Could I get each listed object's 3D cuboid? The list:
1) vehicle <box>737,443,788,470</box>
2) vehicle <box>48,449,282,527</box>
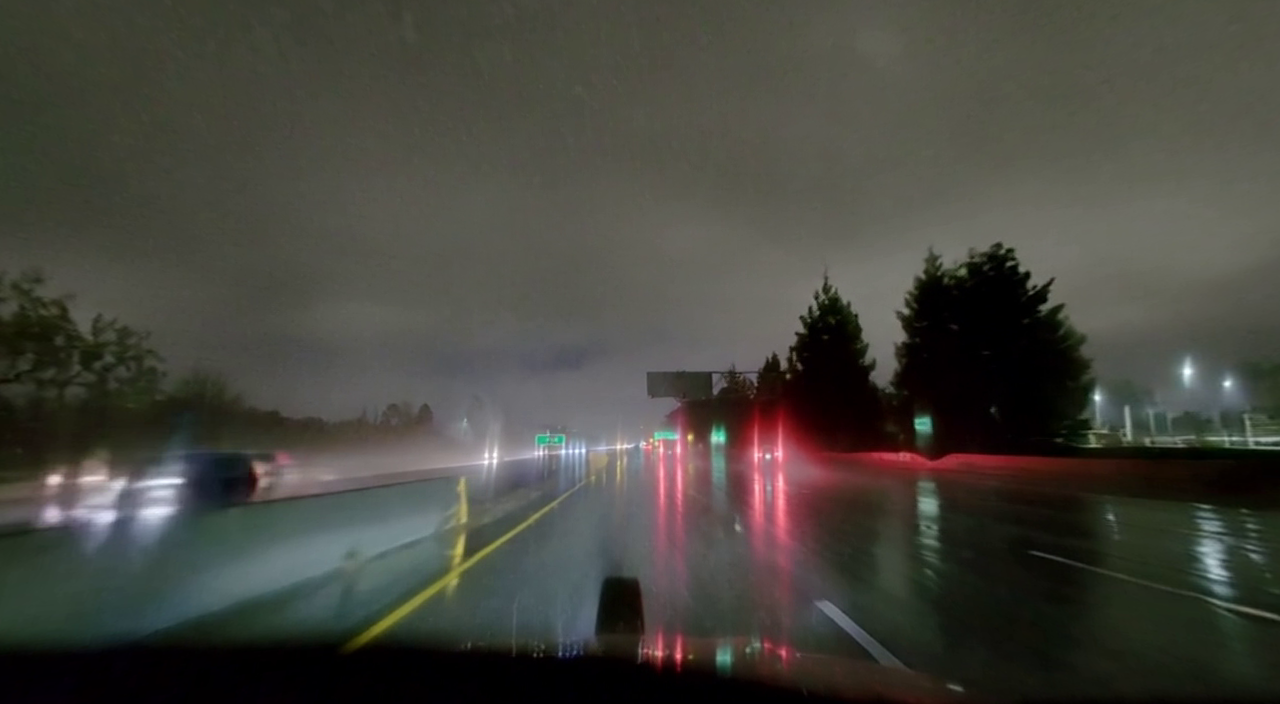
[{"bbox_3d":[6.948,5.979,36.315,2.009,1.456,4.097,0,-9,-2],"label":"vehicle"},{"bbox_3d":[-10.974,3.126,15.177,2.125,1.503,4.530,0,-8,-1],"label":"vehicle"}]
